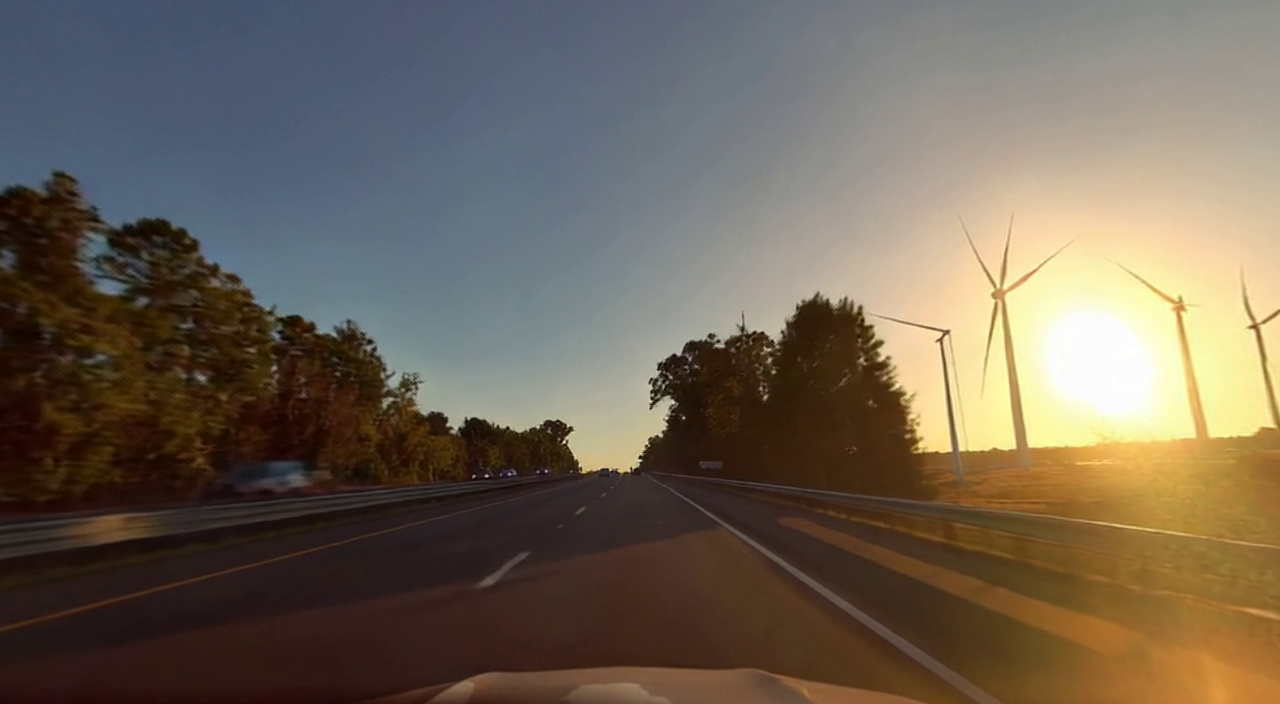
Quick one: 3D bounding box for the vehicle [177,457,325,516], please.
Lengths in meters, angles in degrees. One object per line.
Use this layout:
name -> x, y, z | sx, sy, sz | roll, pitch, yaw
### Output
vehicle -> -12.162, 4.240, 20.109 | 1.910, 1.636, 4.292 | 1, -11, 0
